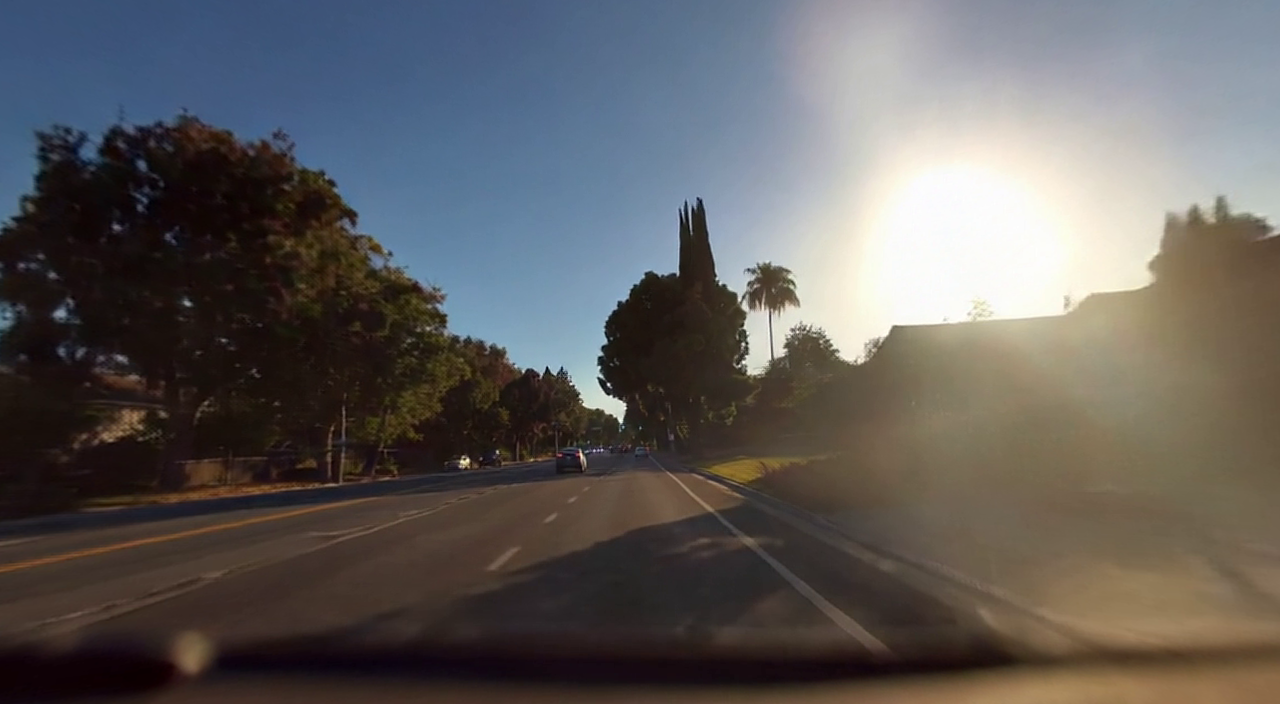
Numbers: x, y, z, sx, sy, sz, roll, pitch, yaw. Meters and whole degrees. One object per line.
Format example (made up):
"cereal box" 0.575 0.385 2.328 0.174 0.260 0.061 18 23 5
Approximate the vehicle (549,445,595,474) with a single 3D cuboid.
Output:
"vehicle" -3.567 5.685 33.711 1.992 1.447 4.044 0 -8 0
